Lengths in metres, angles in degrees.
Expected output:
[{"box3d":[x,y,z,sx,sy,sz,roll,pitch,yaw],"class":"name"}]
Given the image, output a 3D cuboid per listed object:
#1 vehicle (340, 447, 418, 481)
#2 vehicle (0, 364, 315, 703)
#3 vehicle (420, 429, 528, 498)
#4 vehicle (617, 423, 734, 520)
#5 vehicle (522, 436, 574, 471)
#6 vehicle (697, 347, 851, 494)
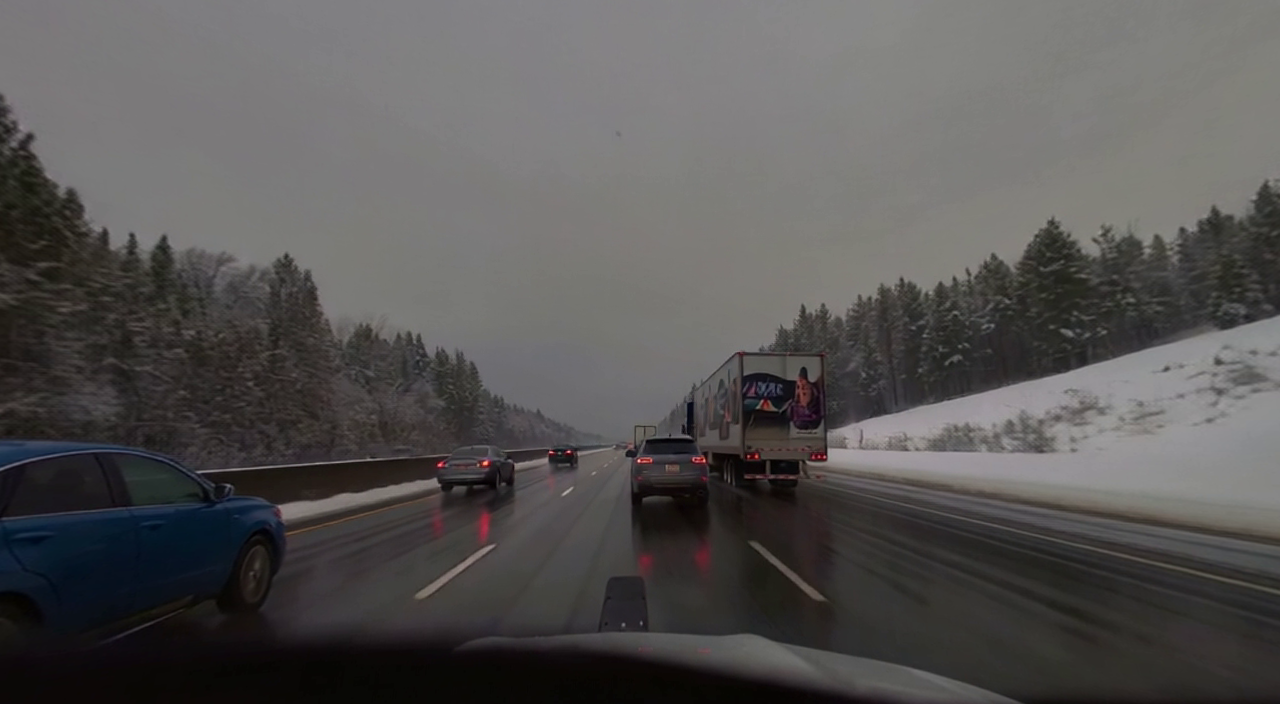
[{"box3d":[-12.654,5.425,30.864,1.950,1.467,4.419,0,-8,0],"class":"vehicle"},{"box3d":[-4.097,0.997,3.697,1.983,1.666,4.452,0,-8,0],"class":"vehicle"},{"box3d":[-4.360,2.973,17.135,1.905,1.642,3.803,0,-8,0],"class":"vehicle"},{"box3d":[0.576,2.335,12.769,2.017,1.662,3.543,0,-8,-1],"class":"vehicle"},{"box3d":[-4.721,5.258,32.908,2.014,1.683,4.275,0,-8,0],"class":"vehicle"},{"box3d":[4.350,2.898,24.698,2.828,4.081,14.220,0,-8,0],"class":"vehicle"}]
